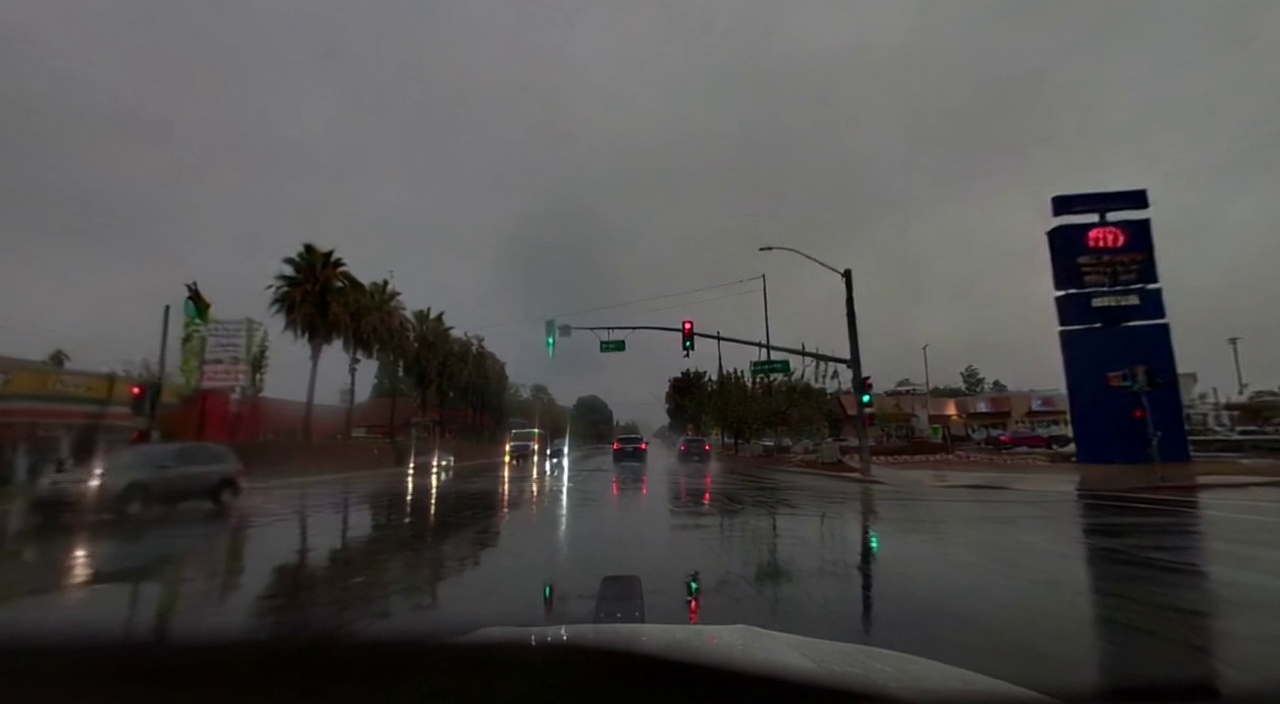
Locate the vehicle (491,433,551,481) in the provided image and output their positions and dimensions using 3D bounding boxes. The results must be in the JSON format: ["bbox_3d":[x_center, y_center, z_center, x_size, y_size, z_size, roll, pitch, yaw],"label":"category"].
[{"bbox_3d":[-5.671,5.079,30.807,2.072,2.107,4.723,0,-9,-1],"label":"vehicle"}]

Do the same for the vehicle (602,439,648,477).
[{"bbox_3d":[-0.705,5.323,31.865,2.177,1.754,3.815,0,-9,0],"label":"vehicle"}]

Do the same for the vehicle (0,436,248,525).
[{"bbox_3d":[-13.244,3.204,16.498,2.287,1.874,5.798,0,-9,0],"label":"vehicle"}]

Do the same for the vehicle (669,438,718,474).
[{"bbox_3d":[2.977,5.943,36.286,2.190,1.913,5.174,0,-9,-2],"label":"vehicle"}]
